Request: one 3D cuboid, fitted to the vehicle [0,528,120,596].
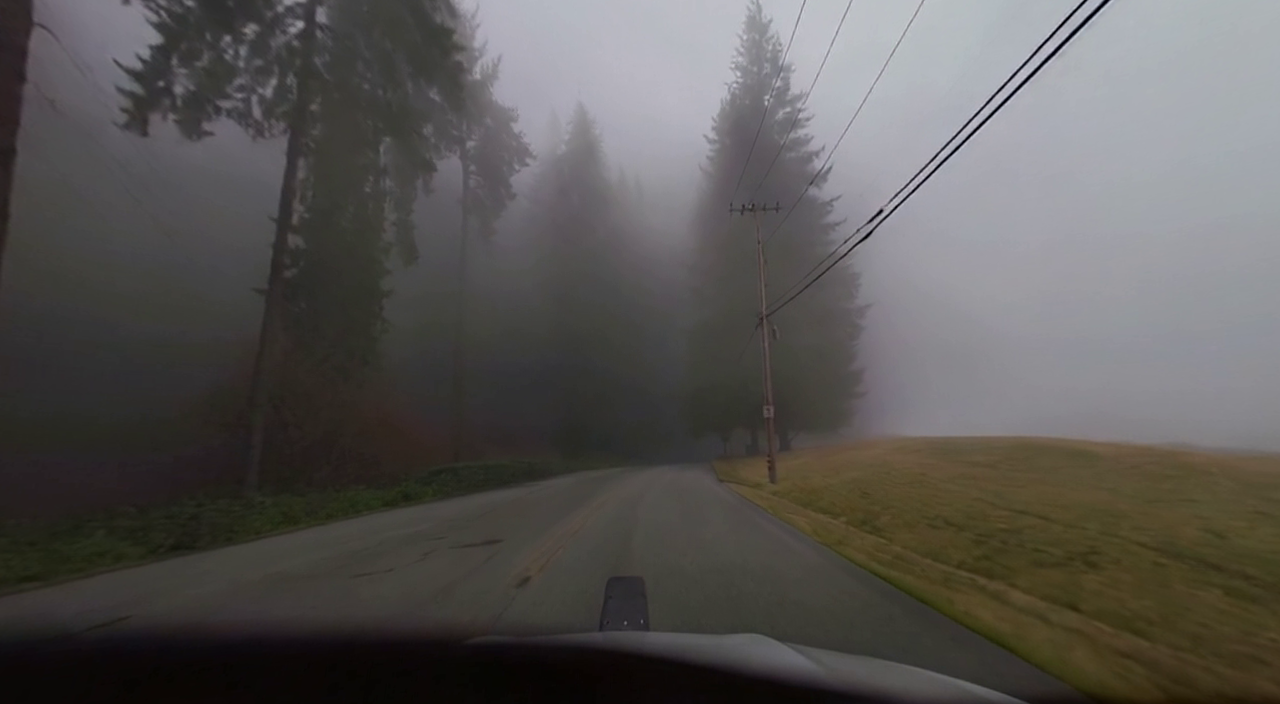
[{"bbox_3d":[-18.859,6.349,19.250,4.135,1.569,1.987,1,-8,1],"label":"vehicle"}]
